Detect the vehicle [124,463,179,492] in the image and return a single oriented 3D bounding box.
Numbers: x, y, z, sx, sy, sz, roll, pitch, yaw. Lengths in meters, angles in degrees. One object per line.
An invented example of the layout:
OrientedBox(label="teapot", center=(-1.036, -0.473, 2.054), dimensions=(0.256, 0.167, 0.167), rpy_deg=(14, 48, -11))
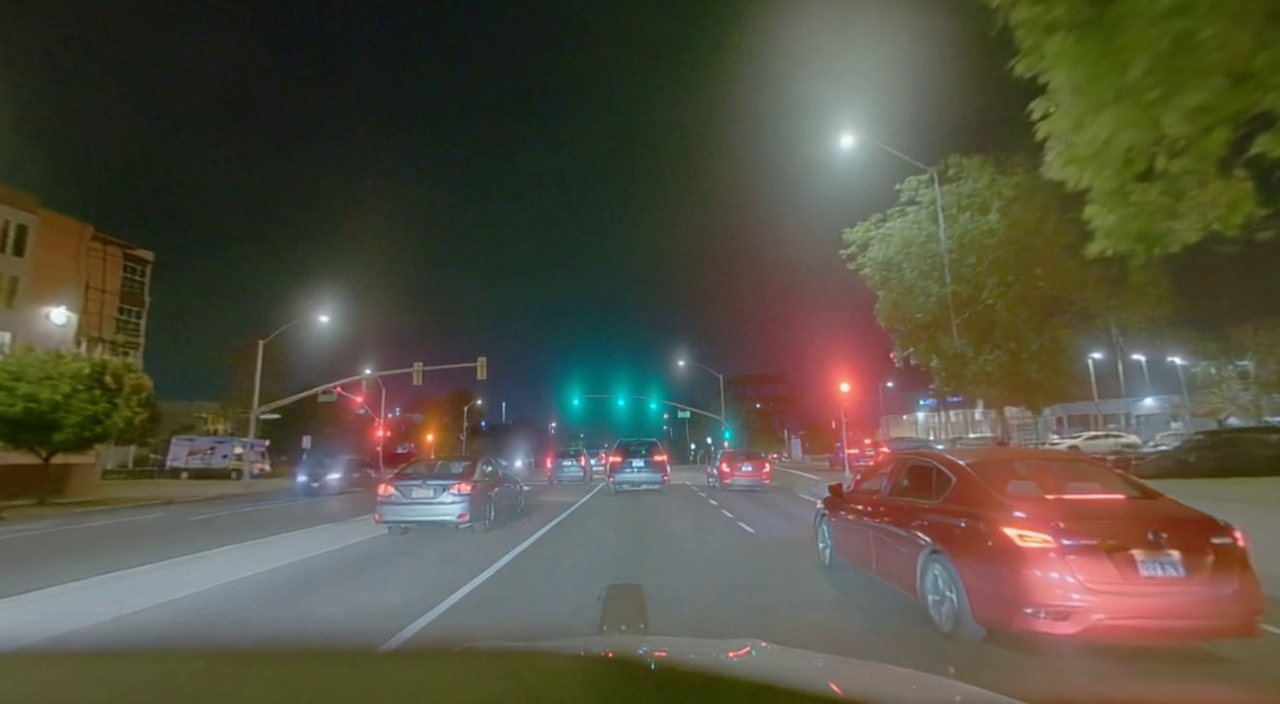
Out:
OrientedBox(label="vehicle", center=(-28.974, 7.392, 37.316), dimensions=(1.921, 1.452, 4.549), rpy_deg=(8, -12, -44))

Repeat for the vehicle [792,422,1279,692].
OrientedBox(label="vehicle", center=(2.988, 1.467, 5.805), dimensions=(2.052, 1.475, 4.540), rpy_deg=(0, -8, 0))

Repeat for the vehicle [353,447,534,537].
OrientedBox(label="vehicle", center=(-3.434, 2.504, 11.926), dimensions=(2.115, 1.369, 3.908), rpy_deg=(0, -8, 1))

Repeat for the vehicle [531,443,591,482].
OrientedBox(label="vehicle", center=(-3.463, 4.938, 28.502), dimensions=(2.130, 1.645, 3.995), rpy_deg=(0, -8, 1))

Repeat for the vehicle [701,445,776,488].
OrientedBox(label="vehicle", center=(3.590, 4.260, 23.828), dimensions=(2.058, 1.472, 4.317), rpy_deg=(0, -8, -1))

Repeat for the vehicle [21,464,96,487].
OrientedBox(label="vehicle", center=(-42.432, 8.956, 45.979), dimensions=(4.552, 1.492, 1.882), rpy_deg=(-3, -9, 17))

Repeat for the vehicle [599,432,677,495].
OrientedBox(label="vehicle", center=(-0.061, 3.716, 21.478), dimensions=(2.361, 1.898, 4.465), rpy_deg=(0, -8, 0))

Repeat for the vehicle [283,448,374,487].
OrientedBox(label="vehicle", center=(-15.992, 5.919, 32.688), dimensions=(2.205, 1.795, 4.757), rpy_deg=(0, -8, 1))

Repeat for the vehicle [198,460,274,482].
OrientedBox(label="vehicle", center=(-29.663, 8.719, 46.323), dimensions=(4.488, 1.445, 2.098), rpy_deg=(-2, -9, 13))
